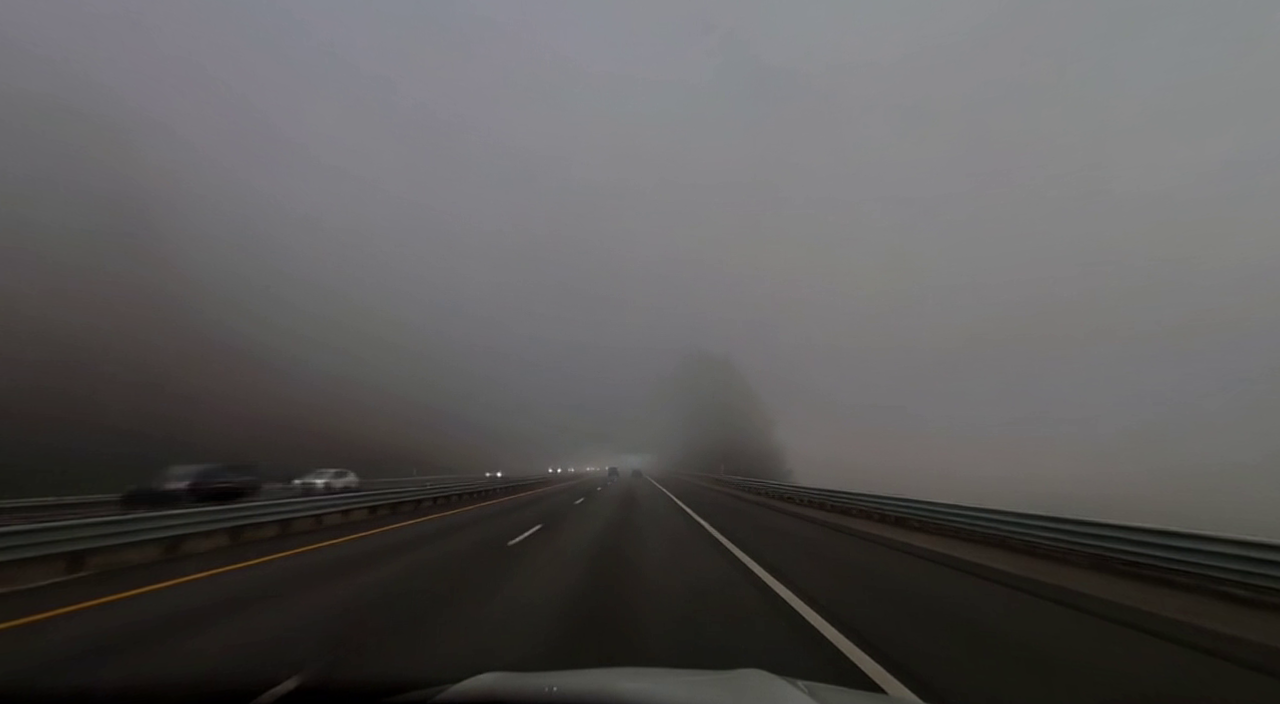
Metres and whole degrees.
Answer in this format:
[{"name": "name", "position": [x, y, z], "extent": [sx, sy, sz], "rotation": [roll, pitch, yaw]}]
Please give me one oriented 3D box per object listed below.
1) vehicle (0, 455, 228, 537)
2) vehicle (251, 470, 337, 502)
[{"name": "vehicle", "position": [-12.528, 3.432, 15.424], "extent": [1.927, 1.669, 4.199], "rotation": [1, -11, 1]}, {"name": "vehicle", "position": [-17.053, 6.625, 31.335], "extent": [1.802, 1.409, 4.411], "rotation": [1, -11, -1]}]
